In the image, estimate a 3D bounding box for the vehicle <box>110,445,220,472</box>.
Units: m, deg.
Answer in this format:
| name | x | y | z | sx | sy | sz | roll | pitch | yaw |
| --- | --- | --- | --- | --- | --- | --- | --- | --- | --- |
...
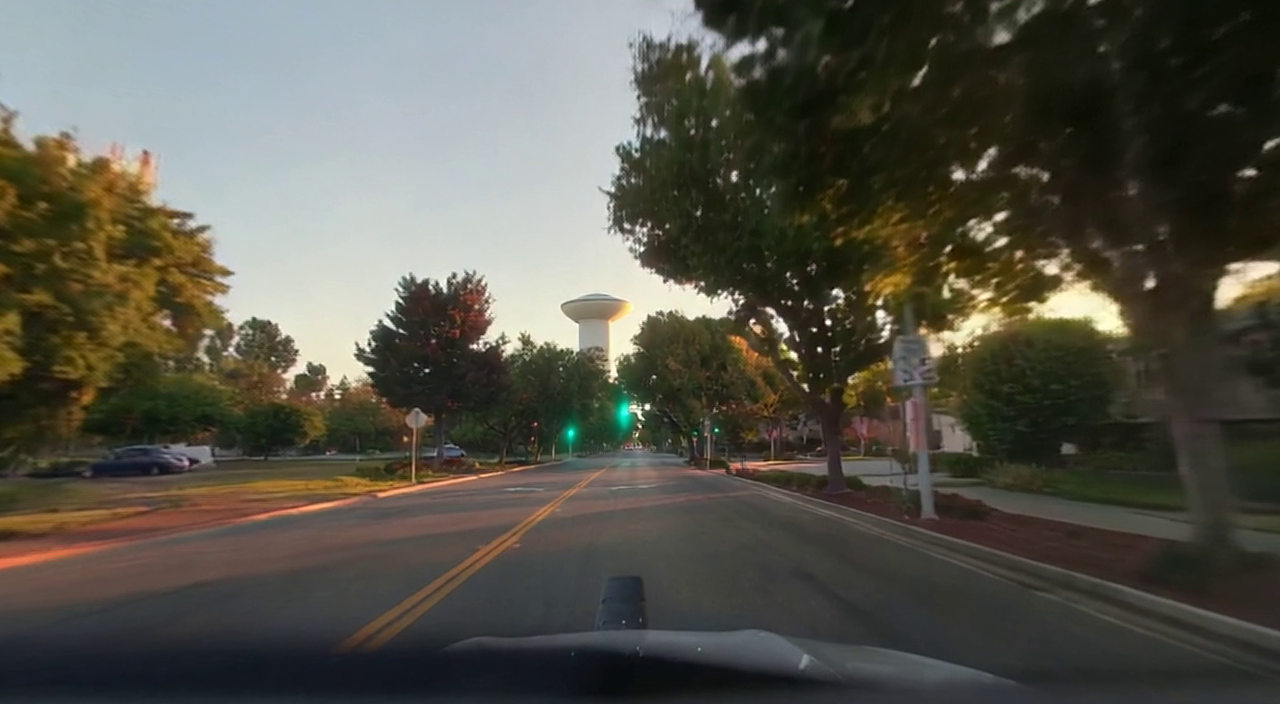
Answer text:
| name | x | y | z | sx | sy | sz | roll | pitch | yaw |
| --- | --- | --- | --- | --- | --- | --- | --- | --- | --- |
| vehicle | -26.666 | 6.004 | 35.347 | 4.577 | 1.417 | 2.014 | -1 | -9 | 2 |
